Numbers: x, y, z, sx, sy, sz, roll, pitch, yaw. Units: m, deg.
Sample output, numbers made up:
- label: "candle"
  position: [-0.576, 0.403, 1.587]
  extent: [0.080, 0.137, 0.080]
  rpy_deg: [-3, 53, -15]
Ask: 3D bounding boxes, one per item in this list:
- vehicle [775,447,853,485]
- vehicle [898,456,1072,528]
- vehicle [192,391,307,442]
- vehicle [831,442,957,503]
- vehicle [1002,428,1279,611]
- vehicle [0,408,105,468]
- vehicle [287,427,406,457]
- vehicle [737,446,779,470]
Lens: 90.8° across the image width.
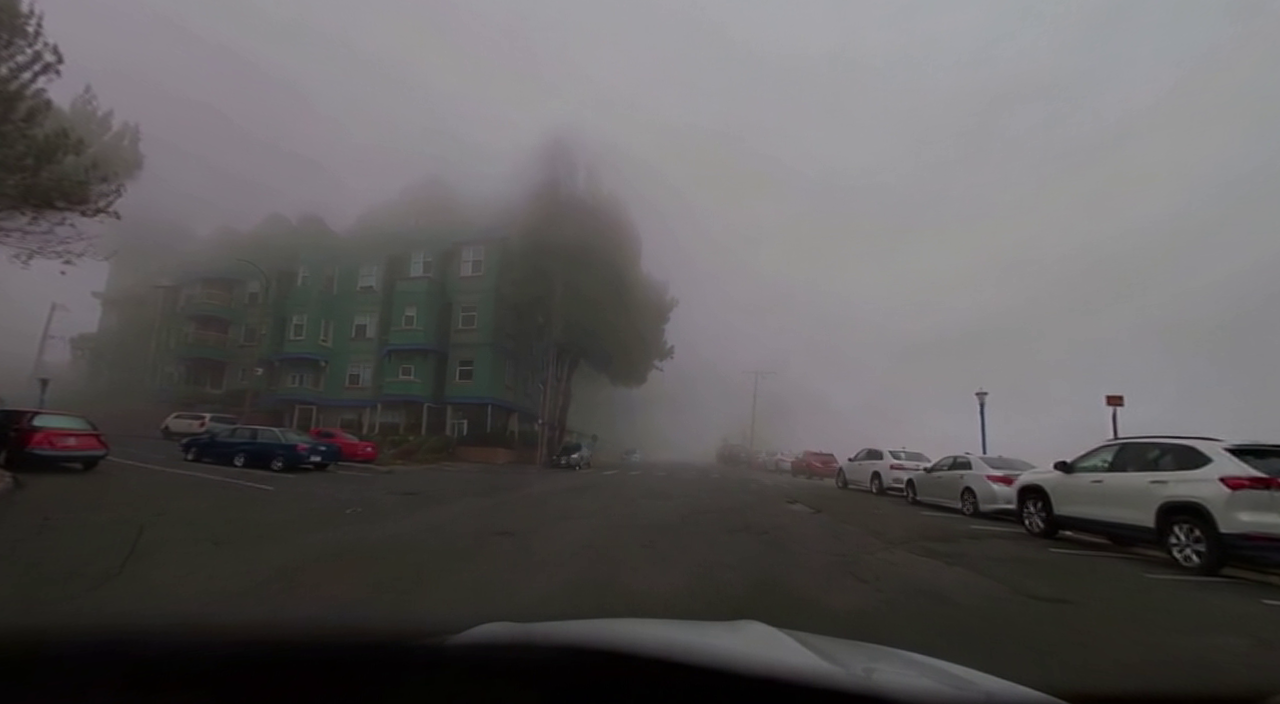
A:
- label: "vehicle"
  position: [7.850, 5.176, 29.008]
  extent: [2.122, 1.554, 4.777]
  rpy_deg: [0, -8, -1]
- label: "vehicle"
  position: [7.812, 3.165, 14.851]
  extent: [1.900, 1.368, 4.176]
  rpy_deg: [-1, -8, 3]
- label: "vehicle"
  position: [-18.718, 3.106, 30.285]
  extent: [4.598, 1.645, 2.019]
  rpy_deg: [8, -5, 20]
- label: "vehicle"
  position: [7.919, 3.770, 20.292]
  extent: [1.917, 1.704, 4.840]
  rpy_deg: [0, -8, -2]
- label: "vehicle"
  position: [7.500, 2.012, 8.689]
  extent: [2.181, 1.792, 5.066]
  rpy_deg: [0, -8, 2]
- label: "vehicle"
  position: [-16.525, 2.356, 17.197]
  extent: [4.175, 1.436, 2.017]
  rpy_deg: [-7, -11, 37]
- label: "vehicle"
  position: [-13.600, 4.194, 29.531]
  extent: [4.603, 1.335, 1.889]
  rpy_deg: [1, -9, -8]
- label: "vehicle"
  position: [7.716, 6.917, 41.572]
  extent: [1.901, 1.495, 4.340]
  rpy_deg: [0, -8, 0]
